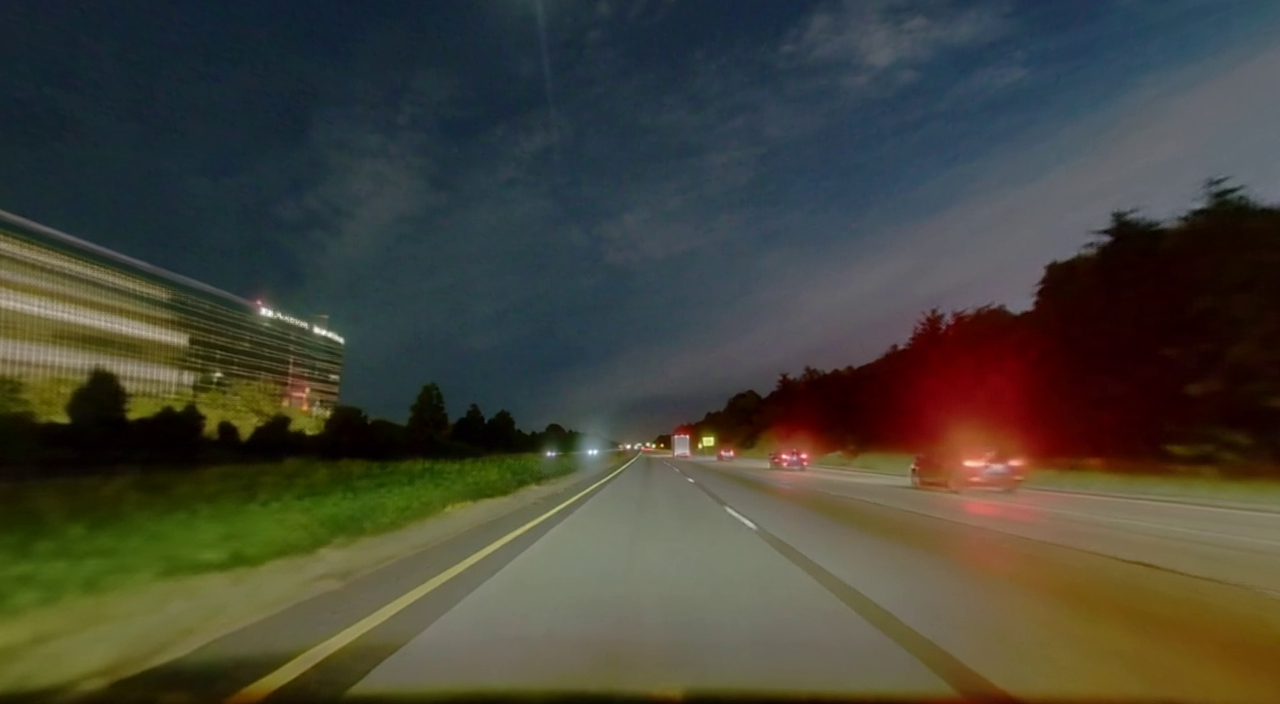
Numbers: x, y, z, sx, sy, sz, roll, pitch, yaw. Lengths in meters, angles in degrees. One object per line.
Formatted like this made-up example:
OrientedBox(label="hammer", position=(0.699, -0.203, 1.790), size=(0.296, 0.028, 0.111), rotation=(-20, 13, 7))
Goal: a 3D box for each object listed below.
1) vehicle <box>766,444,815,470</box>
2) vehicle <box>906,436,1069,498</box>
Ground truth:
OrientedBox(label="vehicle", position=(10.393, 7.281, 43.903), size=(2.129, 1.735, 4.880), rotation=(0, -9, -1))
OrientedBox(label="vehicle", position=(10.436, 3.483, 19.520), size=(2.127, 1.646, 4.926), rotation=(0, -9, -1))
